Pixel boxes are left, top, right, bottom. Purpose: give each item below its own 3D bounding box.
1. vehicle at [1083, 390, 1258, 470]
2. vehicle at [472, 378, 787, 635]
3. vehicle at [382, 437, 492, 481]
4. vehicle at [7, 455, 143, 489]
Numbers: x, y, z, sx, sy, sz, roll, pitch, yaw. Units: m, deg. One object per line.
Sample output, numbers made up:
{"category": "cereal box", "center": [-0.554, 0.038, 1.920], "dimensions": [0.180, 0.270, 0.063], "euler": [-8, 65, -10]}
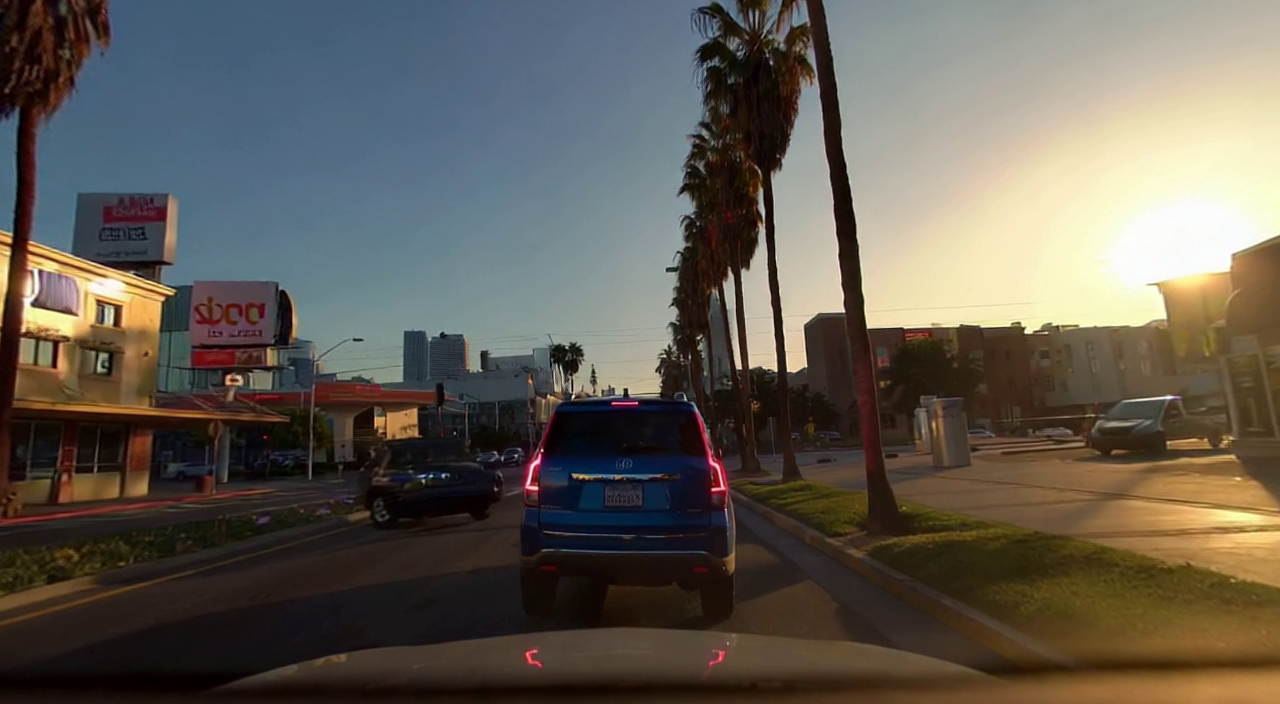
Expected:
{"category": "vehicle", "center": [16.097, 2.407, 19.060], "dimensions": [6.060, 2.047, 2.490], "euler": [6, -11, -36]}
{"category": "vehicle", "center": [-0.121, 1.388, 6.526], "dimensions": [2.234, 1.818, 3.869], "euler": [0, -9, -2]}
{"category": "vehicle", "center": [-10.261, 5.520, 32.636], "dimensions": [2.448, 2.043, 5.988], "euler": [-3, -10, 15]}
{"category": "vehicle", "center": [-27.933, 5.929, 31.449], "dimensions": [4.593, 1.528, 1.979], "euler": [5, -10, -29]}
